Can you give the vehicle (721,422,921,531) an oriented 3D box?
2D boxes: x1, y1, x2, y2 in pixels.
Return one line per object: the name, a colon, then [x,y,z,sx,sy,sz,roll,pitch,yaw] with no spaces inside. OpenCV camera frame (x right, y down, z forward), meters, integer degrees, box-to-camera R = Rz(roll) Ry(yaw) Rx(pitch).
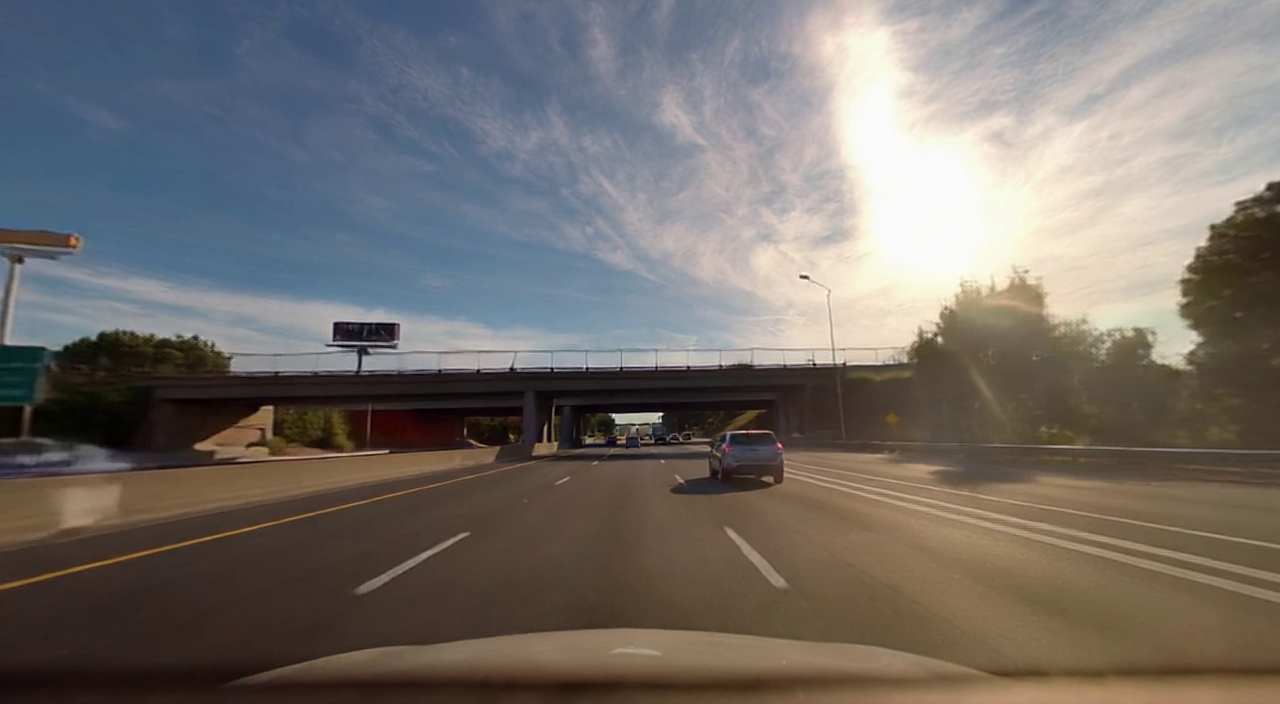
vehicle: [3.080,2.228,12.112,2.240,1.646,4.949,0,-8,-2]
